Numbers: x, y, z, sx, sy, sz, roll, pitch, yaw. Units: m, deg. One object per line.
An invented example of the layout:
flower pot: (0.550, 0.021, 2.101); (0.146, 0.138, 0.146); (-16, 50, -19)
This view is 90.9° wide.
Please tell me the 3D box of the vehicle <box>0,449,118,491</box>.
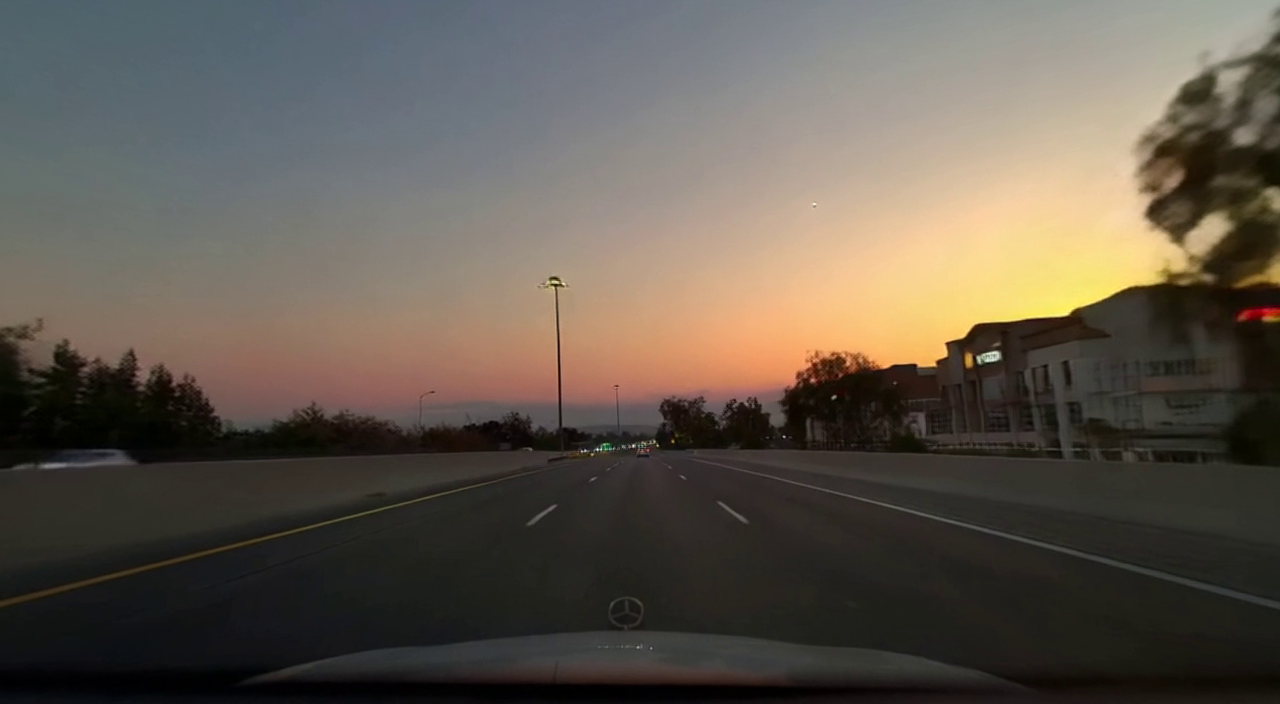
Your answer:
vehicle: (-28.111, 5.529, 30.068); (2.131, 1.778, 5.050); (0, -8, 0)
